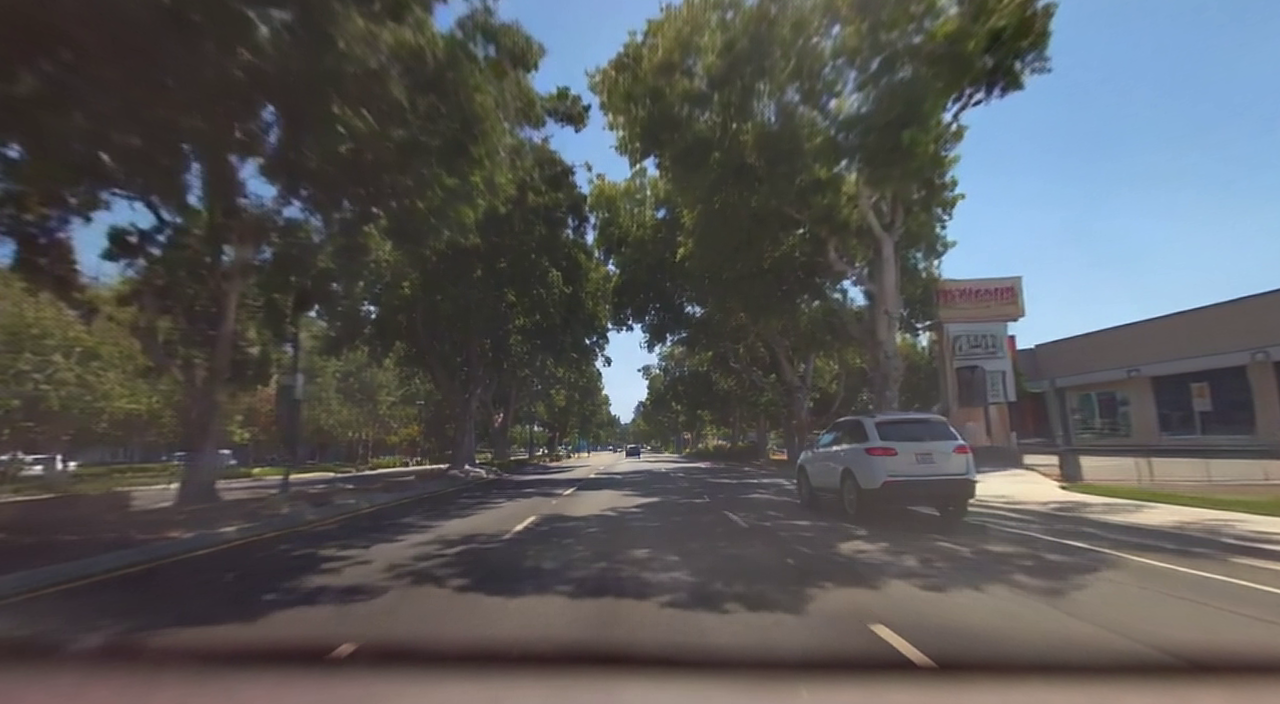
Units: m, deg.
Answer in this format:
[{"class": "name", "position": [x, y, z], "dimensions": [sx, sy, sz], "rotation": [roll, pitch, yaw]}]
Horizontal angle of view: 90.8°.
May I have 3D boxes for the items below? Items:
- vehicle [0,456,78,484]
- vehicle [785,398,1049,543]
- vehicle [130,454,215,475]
[{"class": "vehicle", "position": [-33.002, 6.281, 33.637], "dimensions": [4.463, 1.411, 1.779], "rotation": [-1, -8, 2]}, {"class": "vehicle", "position": [4.377, 1.989, 11.227], "dimensions": [2.185, 1.956, 5.128], "rotation": [0, -8, -2]}, {"class": "vehicle", "position": [-32.878, 7.892, 44.484], "dimensions": [4.635, 1.422, 1.725], "rotation": [-1, -8, 3]}]
